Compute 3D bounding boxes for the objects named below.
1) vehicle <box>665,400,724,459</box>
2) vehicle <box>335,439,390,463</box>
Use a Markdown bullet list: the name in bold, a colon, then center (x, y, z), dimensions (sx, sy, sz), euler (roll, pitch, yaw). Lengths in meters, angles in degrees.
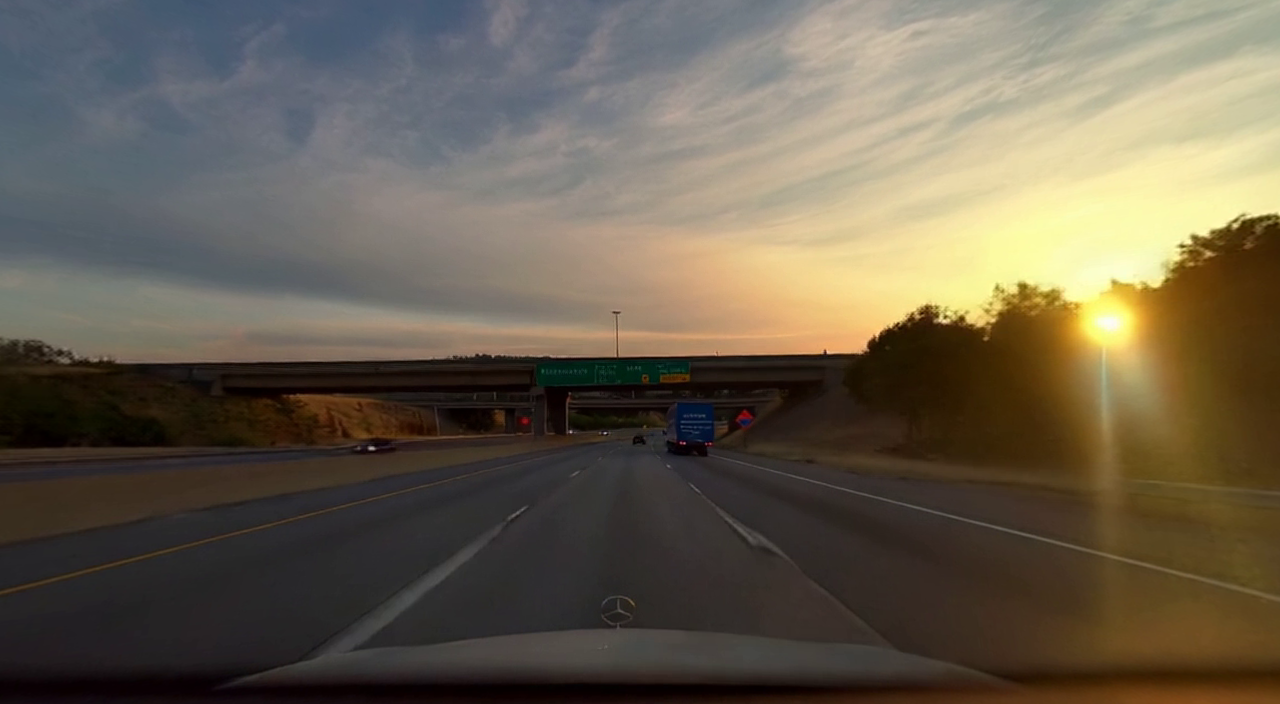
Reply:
- **vehicle**: center (3.525, 5.454, 43.845), dimensions (2.981, 3.512, 11.154), euler (0, -8, -1)
- **vehicle**: center (-17.911, 6.369, 40.854), dimensions (1.754, 1.453, 3.731), euler (0, -8, 1)
